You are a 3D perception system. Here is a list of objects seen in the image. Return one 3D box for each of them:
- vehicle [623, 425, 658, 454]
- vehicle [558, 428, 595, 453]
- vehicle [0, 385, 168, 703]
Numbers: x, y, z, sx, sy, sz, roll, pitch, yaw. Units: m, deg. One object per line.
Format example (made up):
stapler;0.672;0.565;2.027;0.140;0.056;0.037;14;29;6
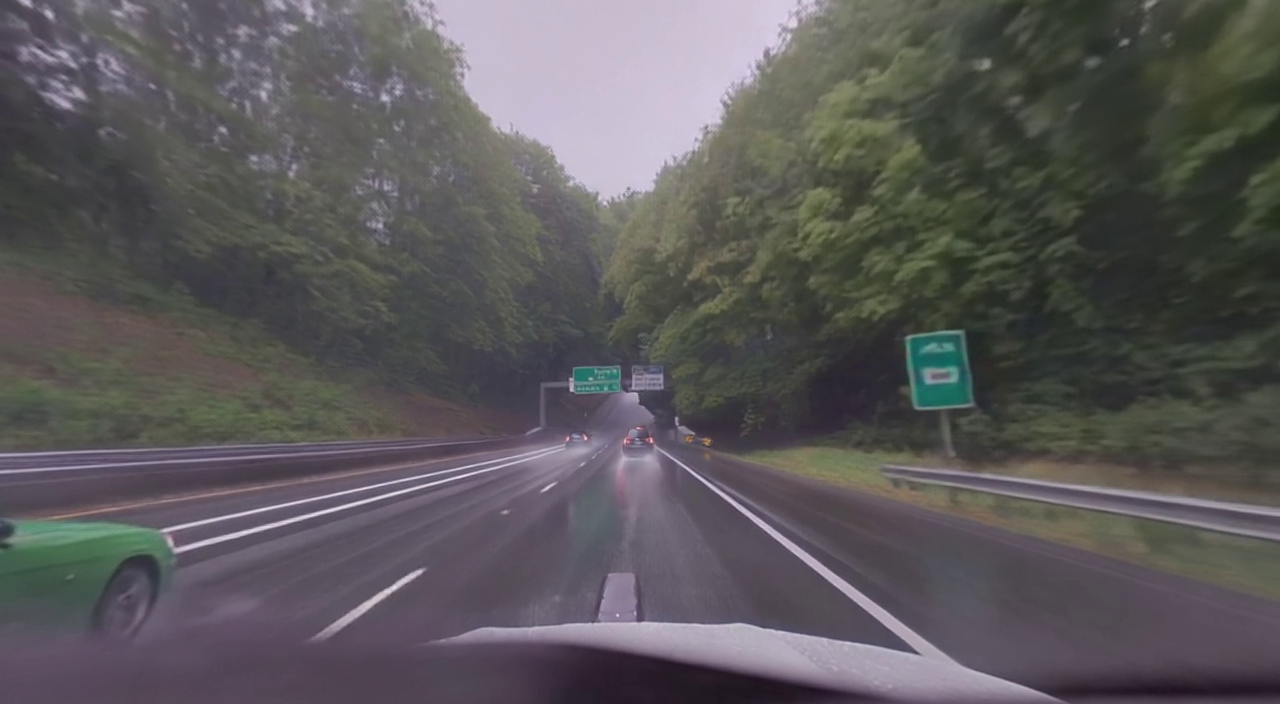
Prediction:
vehicle;0.019;5.746;41.349;2.170;1.790;4.490;0;-8;-1
vehicle;-4.291;6.021;43.041;2.055;1.610;4.116;0;-8;0
vehicle;-3.789;0.748;1.699;1.958;1.486;3.988;0;-8;-1
